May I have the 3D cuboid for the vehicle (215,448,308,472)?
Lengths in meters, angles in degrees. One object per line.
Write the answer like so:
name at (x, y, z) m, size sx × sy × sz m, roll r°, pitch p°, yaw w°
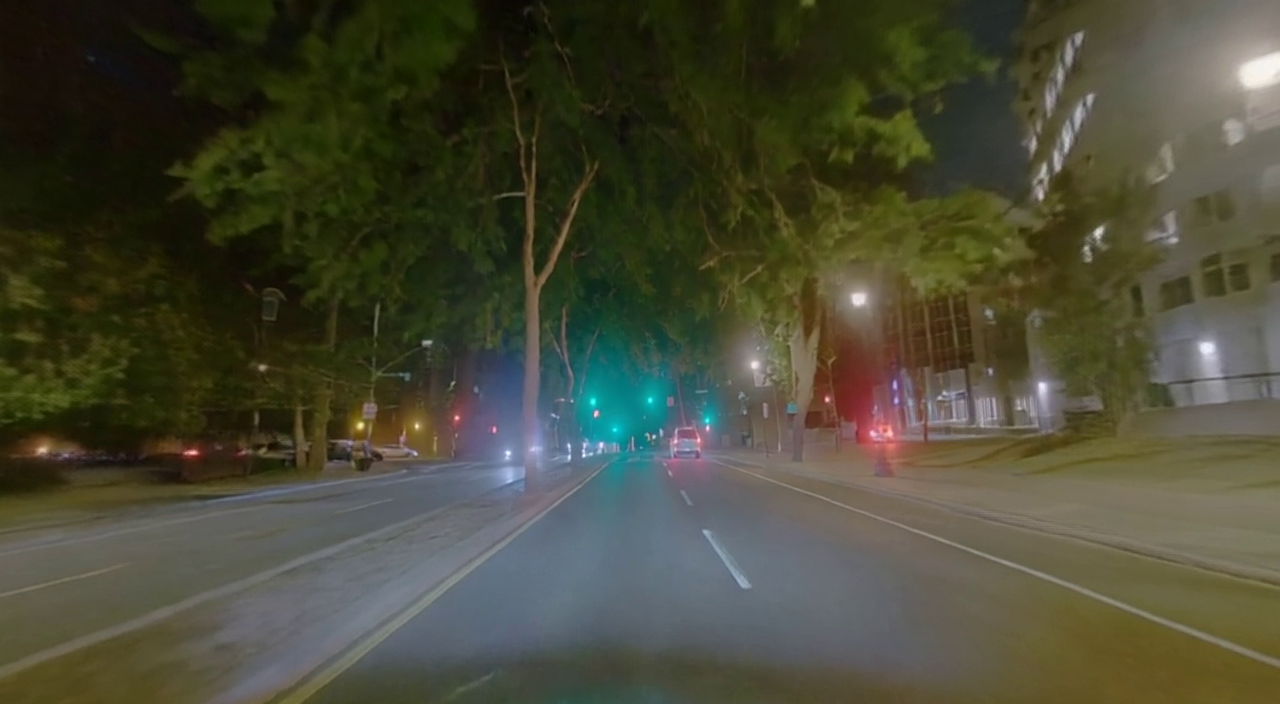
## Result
vehicle at (-24.901, 7.108, 41.569) m, size 4.815 × 1.469 × 2.056 m, roll 0°, pitch -7°, yaw 1°

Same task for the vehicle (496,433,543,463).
vehicle at (-7.507, 5.995, 39.713) m, size 1.962 × 1.807 × 4.541 m, roll 0°, pitch -7°, yaw 1°

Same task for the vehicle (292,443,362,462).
vehicle at (-24.489, 7.851, 49.419) m, size 4.359 × 1.457 × 2.043 m, roll 0°, pitch -7°, yaw 2°

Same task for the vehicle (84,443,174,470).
vehicle at (-37.297, 7.610, 46.088) m, size 4.673 × 1.771 × 2.118 m, roll 1°, pitch -9°, yaw 2°

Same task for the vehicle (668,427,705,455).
vehicle at (3.054, 5.965, 42.390) m, size 2.129 × 1.719 × 4.205 m, roll 0°, pitch -7°, yaw 0°

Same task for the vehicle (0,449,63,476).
vehicle at (-41.829, 7.377, 41.978) m, size 4.687 × 1.625 × 2.096 m, roll -2°, pitch -6°, yaw 1°
